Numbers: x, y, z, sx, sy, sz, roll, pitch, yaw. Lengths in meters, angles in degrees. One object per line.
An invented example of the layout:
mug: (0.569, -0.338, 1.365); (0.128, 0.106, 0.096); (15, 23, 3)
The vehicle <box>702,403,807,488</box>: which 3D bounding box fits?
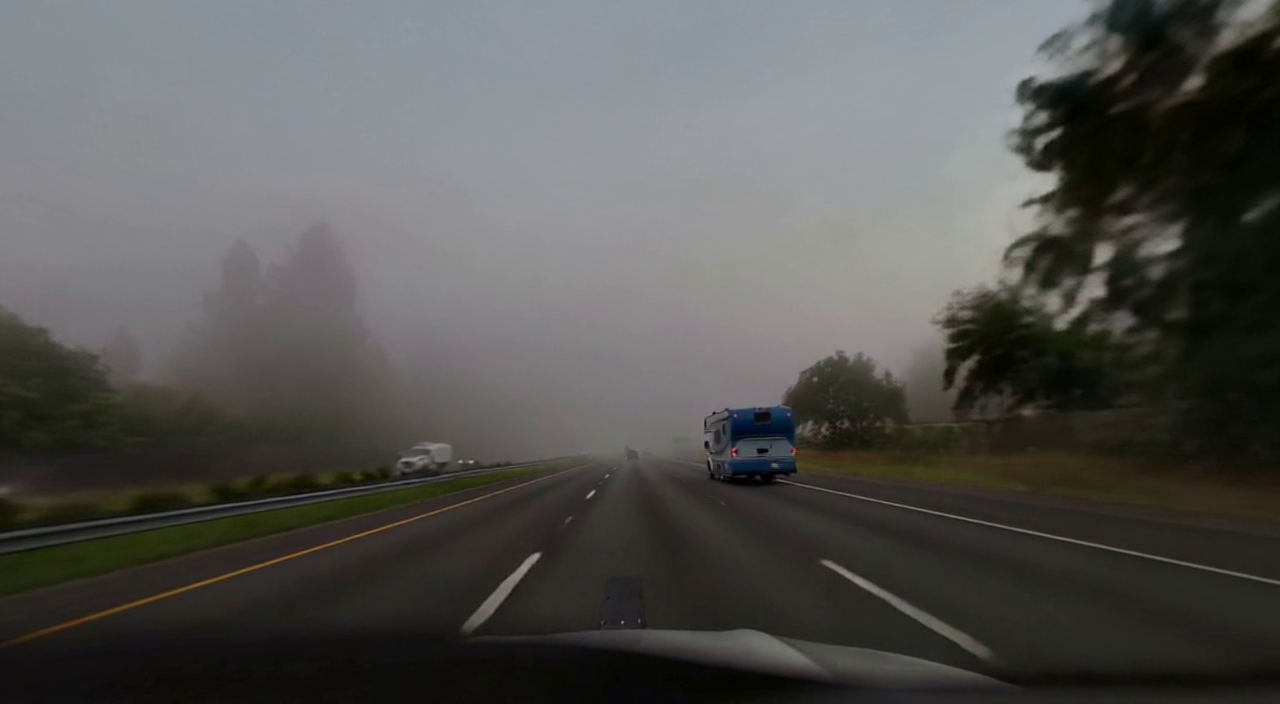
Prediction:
vehicle: (4.058, 3.548, 23.788); (2.556, 2.763, 6.287); (0, -9, -2)
